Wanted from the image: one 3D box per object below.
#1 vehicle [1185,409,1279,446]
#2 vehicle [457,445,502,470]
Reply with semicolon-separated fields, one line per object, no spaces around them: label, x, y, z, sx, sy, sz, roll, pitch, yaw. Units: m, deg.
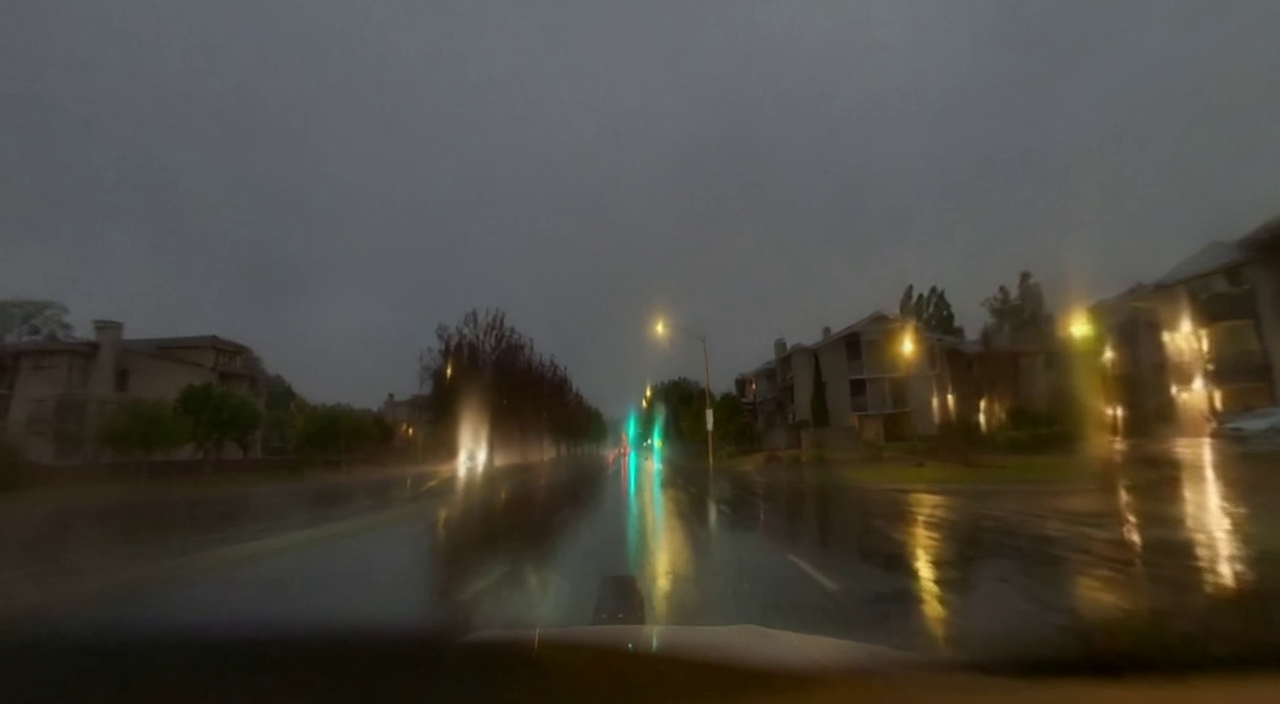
vehicle;24.982;3.134;25.971;1.753;1.379;3.764;-2;-9;1
vehicle;-11.685;7.649;46.274;2.070;1.669;4.576;-1;-8;1
